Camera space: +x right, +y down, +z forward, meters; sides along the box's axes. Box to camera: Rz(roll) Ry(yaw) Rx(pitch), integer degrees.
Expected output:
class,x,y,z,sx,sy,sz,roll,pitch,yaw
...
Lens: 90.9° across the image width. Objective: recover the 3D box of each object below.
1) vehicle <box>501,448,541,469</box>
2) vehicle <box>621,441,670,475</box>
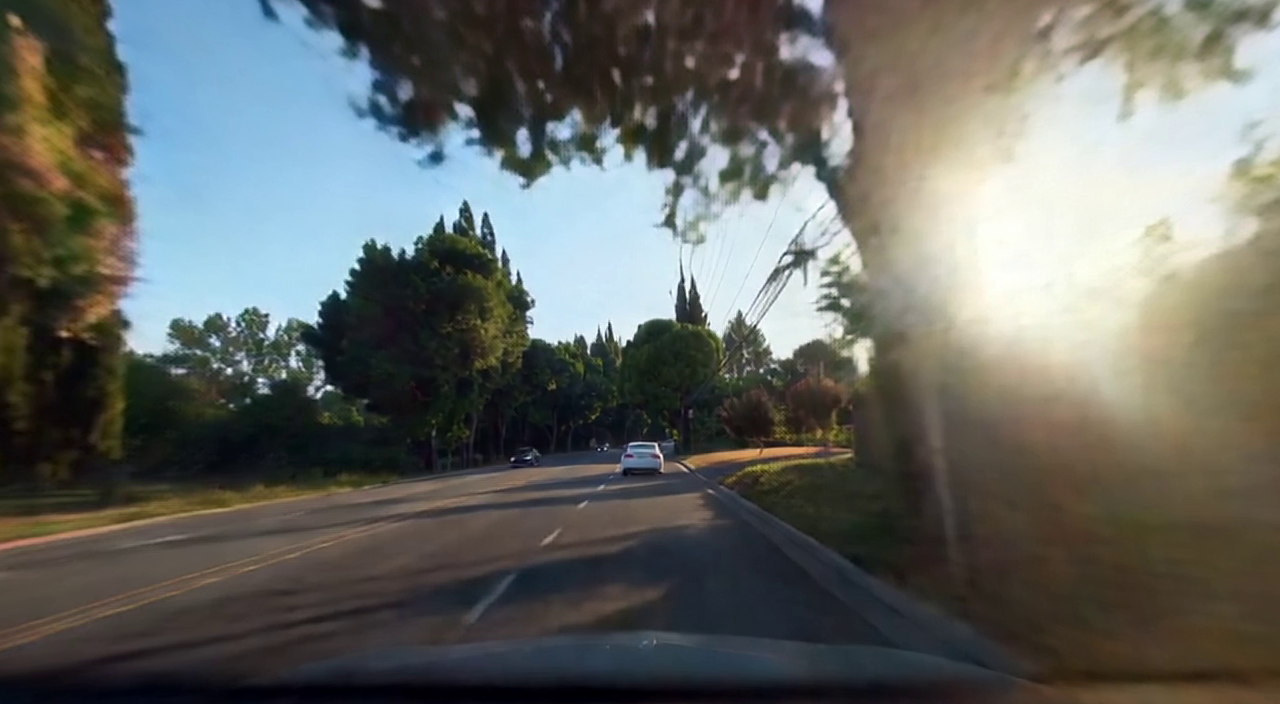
class,x,y,z,sx,sy,sz,roll,pitch,yaw
vehicle,-8.851,7.931,47.107,2.061,1.516,4.121,0,-8,1
vehicle,0.281,4.963,29.656,2.153,1.461,4.374,0,-8,1
